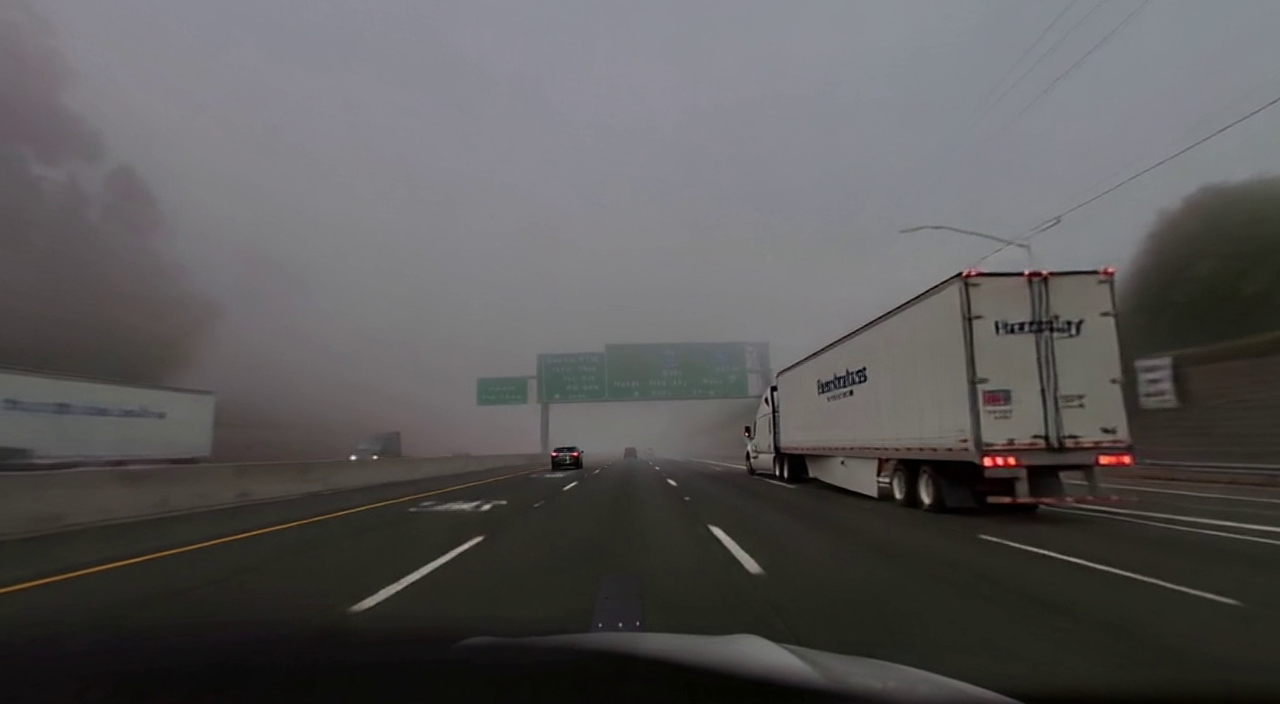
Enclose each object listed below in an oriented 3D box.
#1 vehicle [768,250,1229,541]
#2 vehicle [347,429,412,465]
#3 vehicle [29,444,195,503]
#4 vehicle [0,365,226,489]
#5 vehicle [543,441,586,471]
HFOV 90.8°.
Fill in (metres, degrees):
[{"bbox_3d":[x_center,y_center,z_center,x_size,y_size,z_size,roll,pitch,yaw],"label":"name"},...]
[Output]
[{"bbox_3d":[6.658,1.756,16.951,2.919,4.195,15.833,0,-9,-1],"label":"vehicle"},{"bbox_3d":[-17.978,6.582,43.867,2.202,2.326,5.237,-1,-9,0],"label":"vehicle"},{"bbox_3d":[-13.404,3.062,16.300,1.465,1.338,3.232,0,-9,0],"label":"vehicle"},{"bbox_3d":[-21.549,2.752,22.375,2.886,3.845,16.291,0,-9,0],"label":"vehicle"},{"bbox_3d":[-4.365,6.092,37.071,2.027,1.651,4.099,0,-9,0],"label":"vehicle"}]
